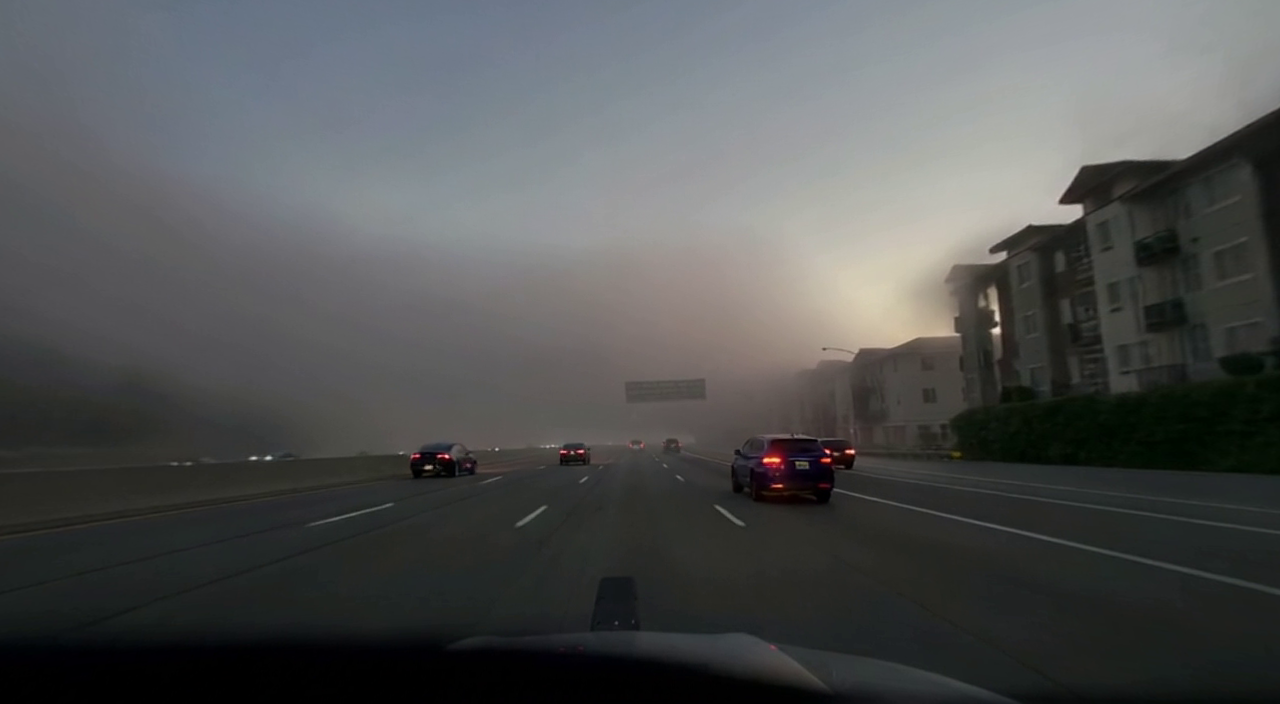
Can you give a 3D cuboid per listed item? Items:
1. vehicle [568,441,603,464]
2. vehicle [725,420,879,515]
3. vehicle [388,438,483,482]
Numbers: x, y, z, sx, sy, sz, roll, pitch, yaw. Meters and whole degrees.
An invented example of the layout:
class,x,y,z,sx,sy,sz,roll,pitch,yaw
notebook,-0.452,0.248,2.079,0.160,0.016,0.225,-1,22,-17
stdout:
class,x,y,z,sx,sy,sz,roll,pitch,yaw
vehicle,-3.689,6.855,43.313,2.002,1.466,4.378,0,-9,0
vehicle,3.235,2.421,13.659,2.080,1.694,4.286,0,-9,-1
vehicle,-7.500,3.999,23.685,2.021,1.496,4.495,0,-9,1
